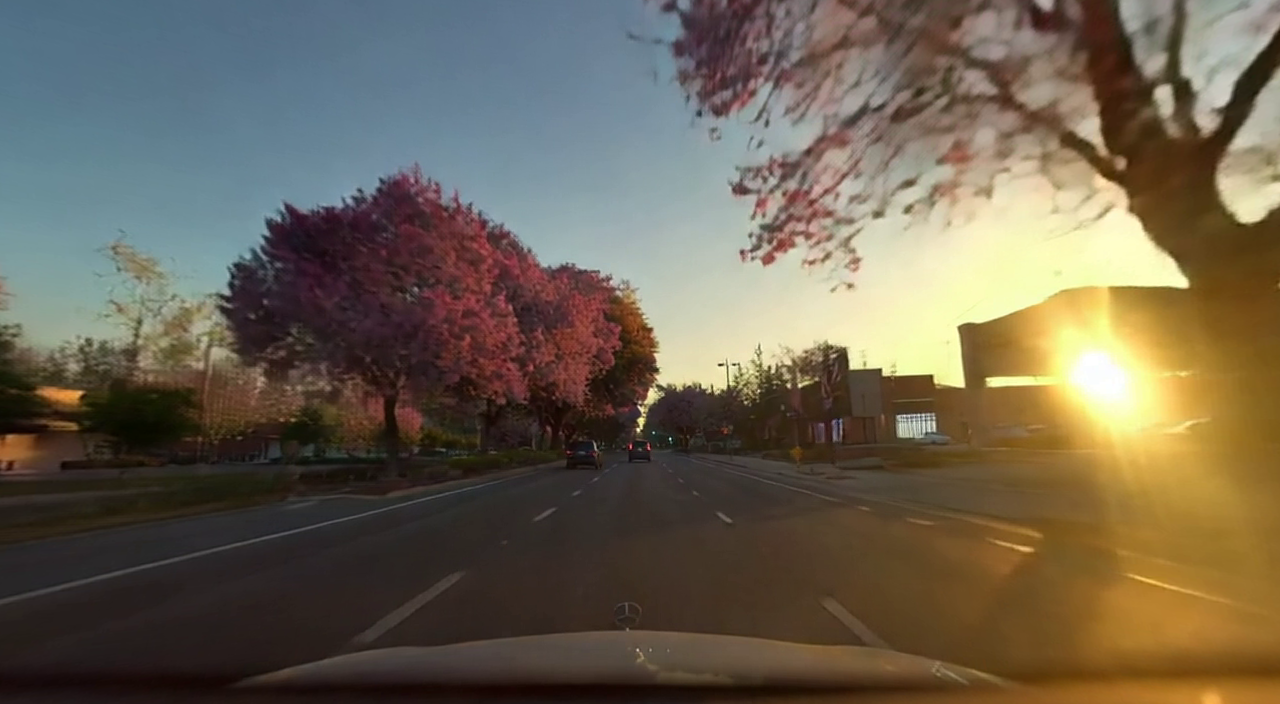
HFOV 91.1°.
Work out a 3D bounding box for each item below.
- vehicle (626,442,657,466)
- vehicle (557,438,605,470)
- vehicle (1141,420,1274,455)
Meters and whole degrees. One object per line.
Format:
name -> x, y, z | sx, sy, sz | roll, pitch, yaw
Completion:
vehicle -> 0.094, 7.547, 46.504 | 2.149, 1.701, 4.379 | 0, -8, 0
vehicle -> -3.620, 6.407, 39.533 | 2.453, 1.844, 4.751 | 0, -8, 1
vehicle -> 25.301, 3.887, 28.234 | 1.728, 1.443, 4.505 | 0, -8, -1
